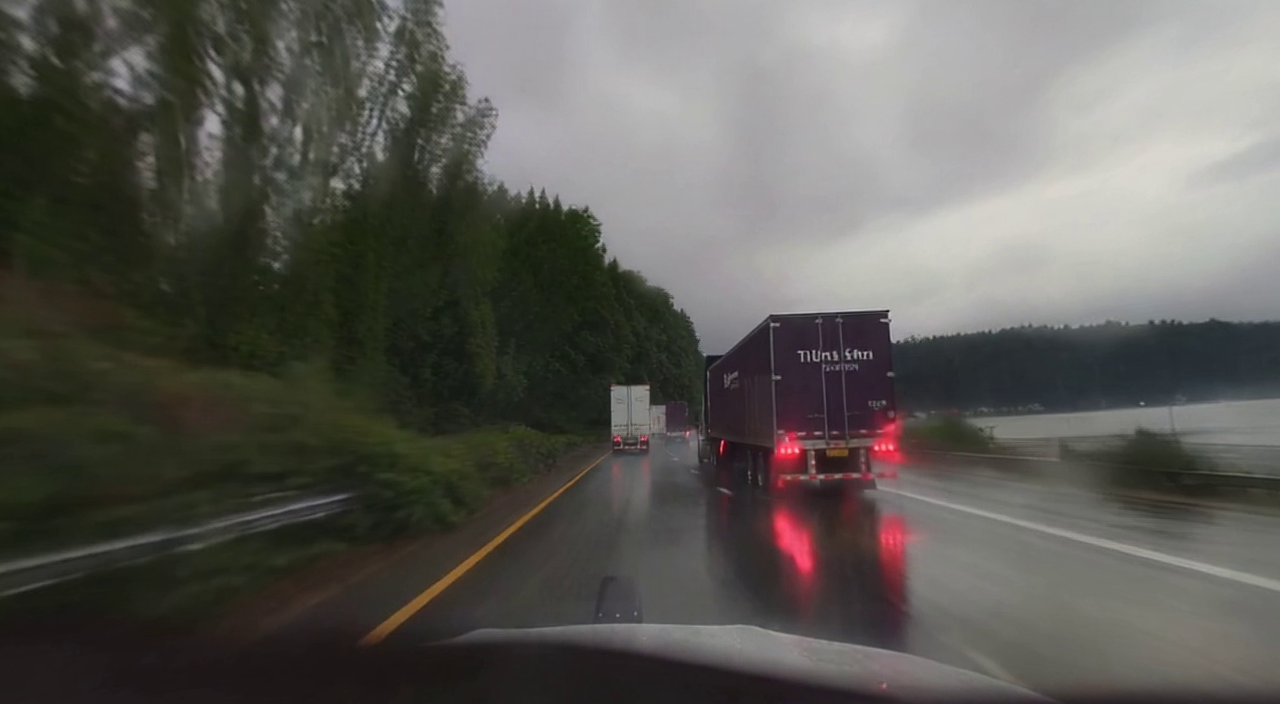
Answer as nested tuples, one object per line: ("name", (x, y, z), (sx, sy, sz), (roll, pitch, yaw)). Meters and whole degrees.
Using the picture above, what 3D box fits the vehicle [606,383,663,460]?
("vehicle", (-0.334, 4.266, 37.598), (2.958, 3.917, 10.196), (0, -8, -1))

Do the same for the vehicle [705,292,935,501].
("vehicle", (4.266, 1.818, 19.690), (2.856, 4.145, 14.500), (0, -8, 0))

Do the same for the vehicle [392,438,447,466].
("vehicle", (-12.709, 5.765, 36.537), (1.803, 1.483, 3.963), (0, -8, 0))
